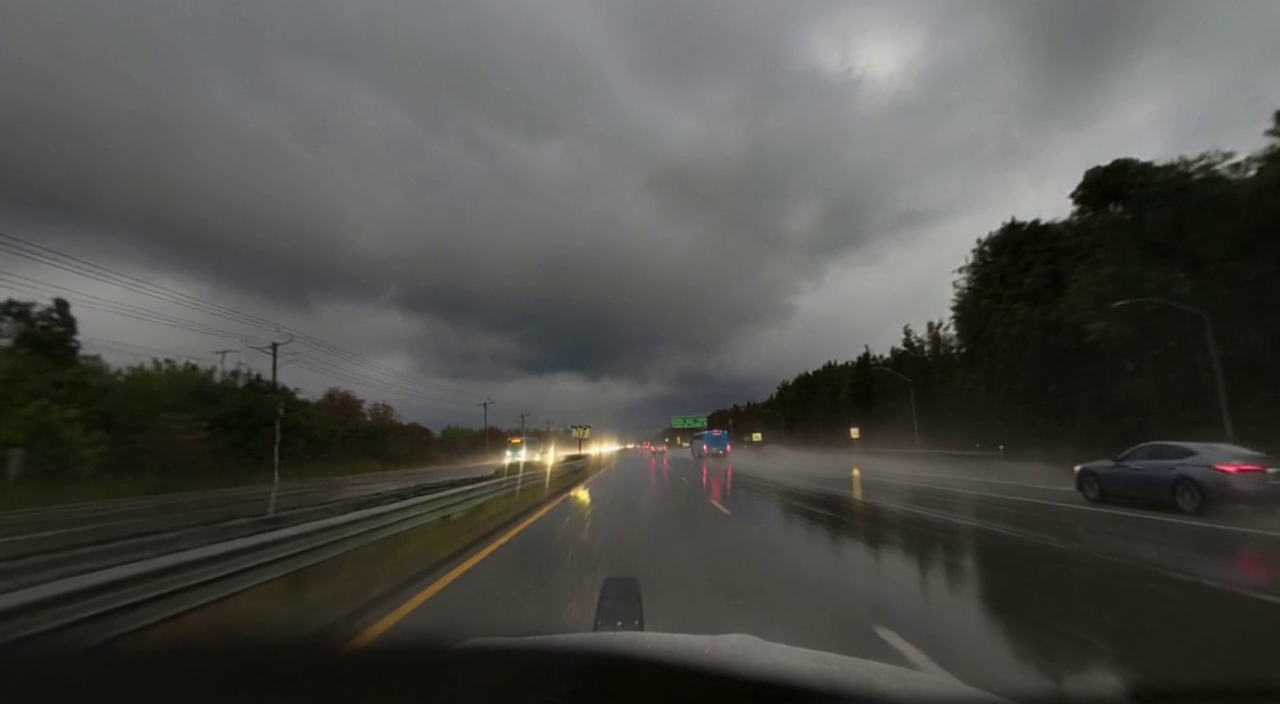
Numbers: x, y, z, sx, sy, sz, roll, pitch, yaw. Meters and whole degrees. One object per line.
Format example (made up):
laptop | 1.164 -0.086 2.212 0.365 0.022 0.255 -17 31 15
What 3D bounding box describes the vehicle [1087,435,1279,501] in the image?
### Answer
vehicle | 14.660 3.008 16.747 2.089 1.484 4.573 0 -9 -1
